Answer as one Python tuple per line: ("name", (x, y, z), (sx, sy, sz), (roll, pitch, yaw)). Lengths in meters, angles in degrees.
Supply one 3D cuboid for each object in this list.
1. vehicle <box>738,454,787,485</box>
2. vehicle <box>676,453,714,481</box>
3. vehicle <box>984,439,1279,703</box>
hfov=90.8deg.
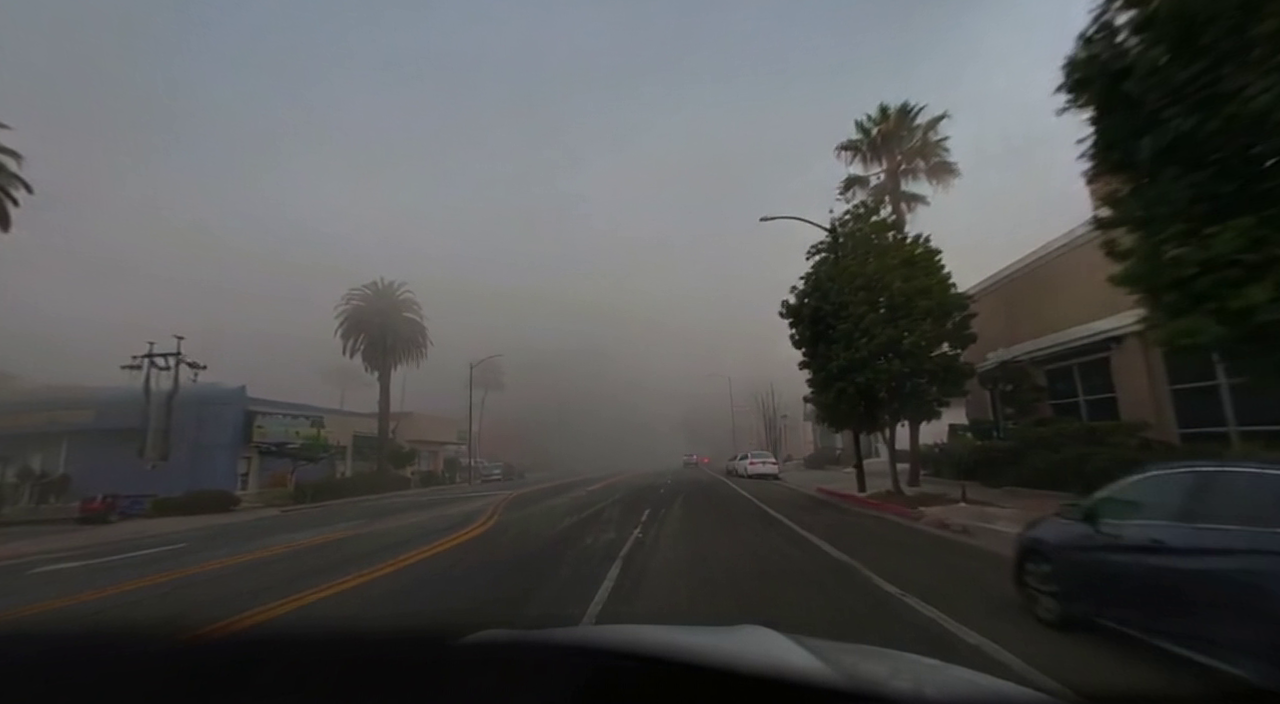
("vehicle", (6.510, 6.289, 34.013), (1.834, 1.504, 4.331), (0, -9, 1))
("vehicle", (3.191, 6.637, 36.659), (2.067, 1.477, 4.653), (-1, -9, 5))
("vehicle", (4.306, 1.323, 3.873), (2.025, 1.538, 4.707), (-1, -9, 4))
